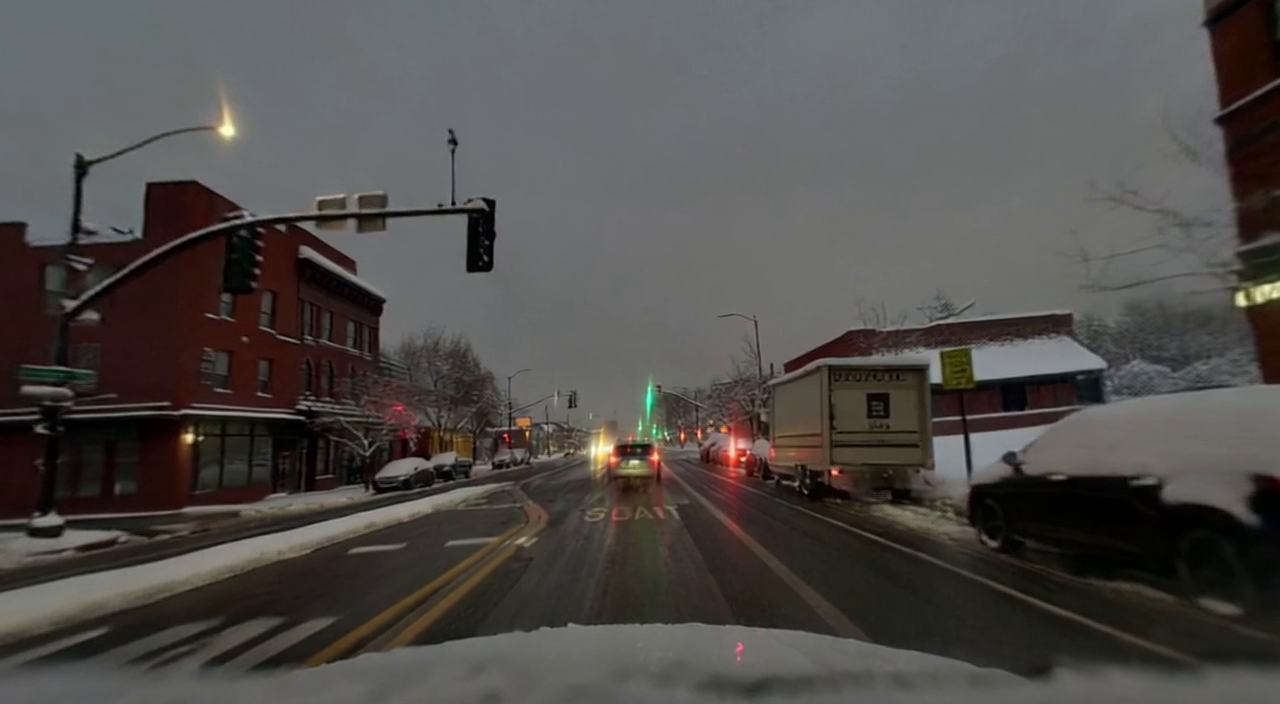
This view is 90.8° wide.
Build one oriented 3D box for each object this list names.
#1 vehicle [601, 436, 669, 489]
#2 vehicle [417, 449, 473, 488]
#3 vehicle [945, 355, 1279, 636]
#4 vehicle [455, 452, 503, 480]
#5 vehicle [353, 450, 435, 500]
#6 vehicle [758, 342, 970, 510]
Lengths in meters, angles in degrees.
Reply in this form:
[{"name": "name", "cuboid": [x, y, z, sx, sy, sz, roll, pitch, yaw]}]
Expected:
[{"name": "vehicle", "cuboid": [-0.171, 3.715, 21.578, 2.086, 1.575, 4.205, 0, -8, 0]}, {"name": "vehicle", "cuboid": [-11.420, 6.813, 37.348, 1.872, 1.731, 4.656, -4, -6, -2]}, {"name": "vehicle", "cuboid": [5.587, 1.235, 6.043, 2.367, 1.917, 5.810, 0, -8, -1]}, {"name": "vehicle", "cuboid": [-11.135, 7.882, 43.947, 1.920, 1.498, 4.591, -5, -6, 2]}, {"name": "vehicle", "cuboid": [-11.303, 5.644, 29.410, 2.055, 1.685, 4.370, -6, -6, -1]}, {"name": "vehicle", "cuboid": [5.424, 2.081, 17.130, 2.893, 3.553, 7.295, 0, -8, -1]}]
